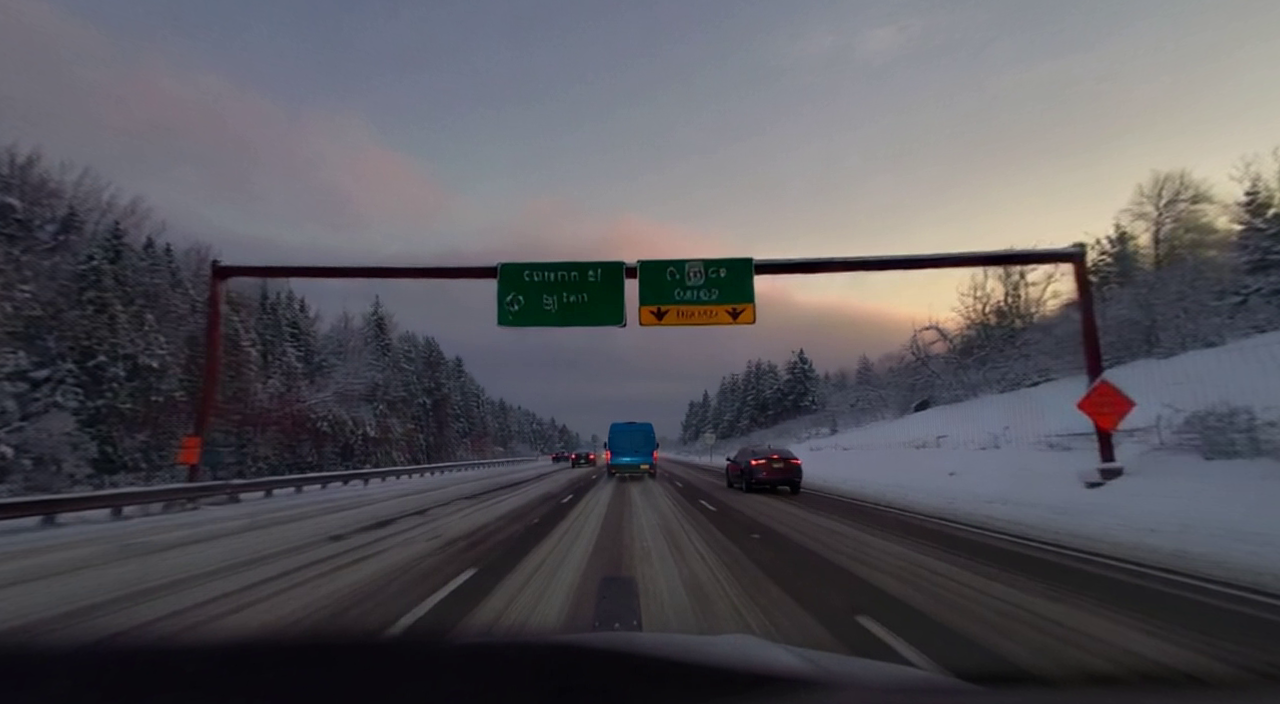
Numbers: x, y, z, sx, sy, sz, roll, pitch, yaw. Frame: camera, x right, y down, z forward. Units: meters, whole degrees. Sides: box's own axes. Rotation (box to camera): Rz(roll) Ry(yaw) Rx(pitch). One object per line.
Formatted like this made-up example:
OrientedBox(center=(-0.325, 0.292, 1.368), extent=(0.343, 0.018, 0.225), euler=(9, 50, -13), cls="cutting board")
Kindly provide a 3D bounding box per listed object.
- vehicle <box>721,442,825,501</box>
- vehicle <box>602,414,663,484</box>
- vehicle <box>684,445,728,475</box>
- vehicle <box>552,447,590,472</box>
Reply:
OrientedBox(center=(3.755, 3.473, 18.684), extent=(2.015, 1.491, 4.732), euler=(0, -9, -1), cls="vehicle")
OrientedBox(center=(-0.325, 4.010, 25.901), extent=(2.268, 2.551, 5.144), euler=(0, -9, -1), cls="vehicle")
OrientedBox(center=(3.547, 5.924, 34.491), extent=(1.978, 1.510, 4.462), euler=(-1, -9, 0), cls="vehicle")
OrientedBox(center=(-4.461, 6.990, 41.004), extent=(2.003, 1.498, 4.386), euler=(0, -9, -1), cls="vehicle")
